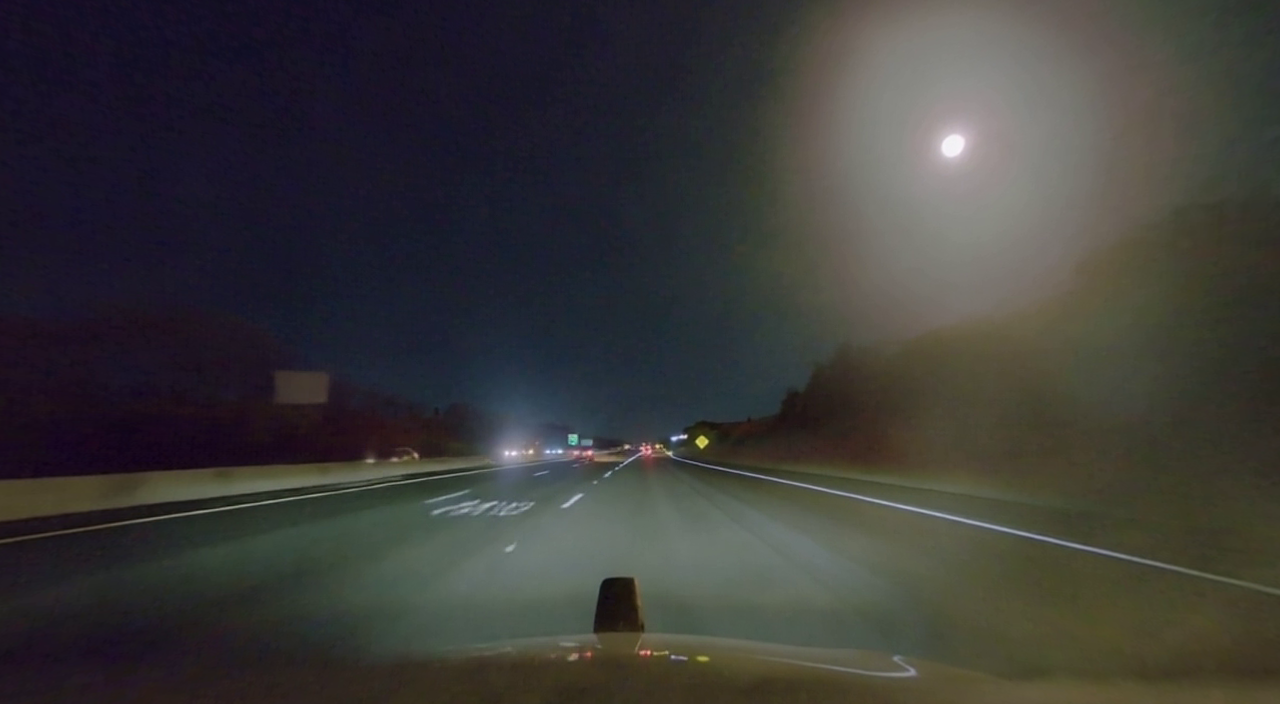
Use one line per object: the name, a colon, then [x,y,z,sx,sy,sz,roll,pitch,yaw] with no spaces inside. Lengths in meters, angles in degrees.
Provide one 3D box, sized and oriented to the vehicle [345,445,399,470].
vehicle: [-16.295,6.405,38.446,1.623,1.467,3.634,-1,-9,2]
